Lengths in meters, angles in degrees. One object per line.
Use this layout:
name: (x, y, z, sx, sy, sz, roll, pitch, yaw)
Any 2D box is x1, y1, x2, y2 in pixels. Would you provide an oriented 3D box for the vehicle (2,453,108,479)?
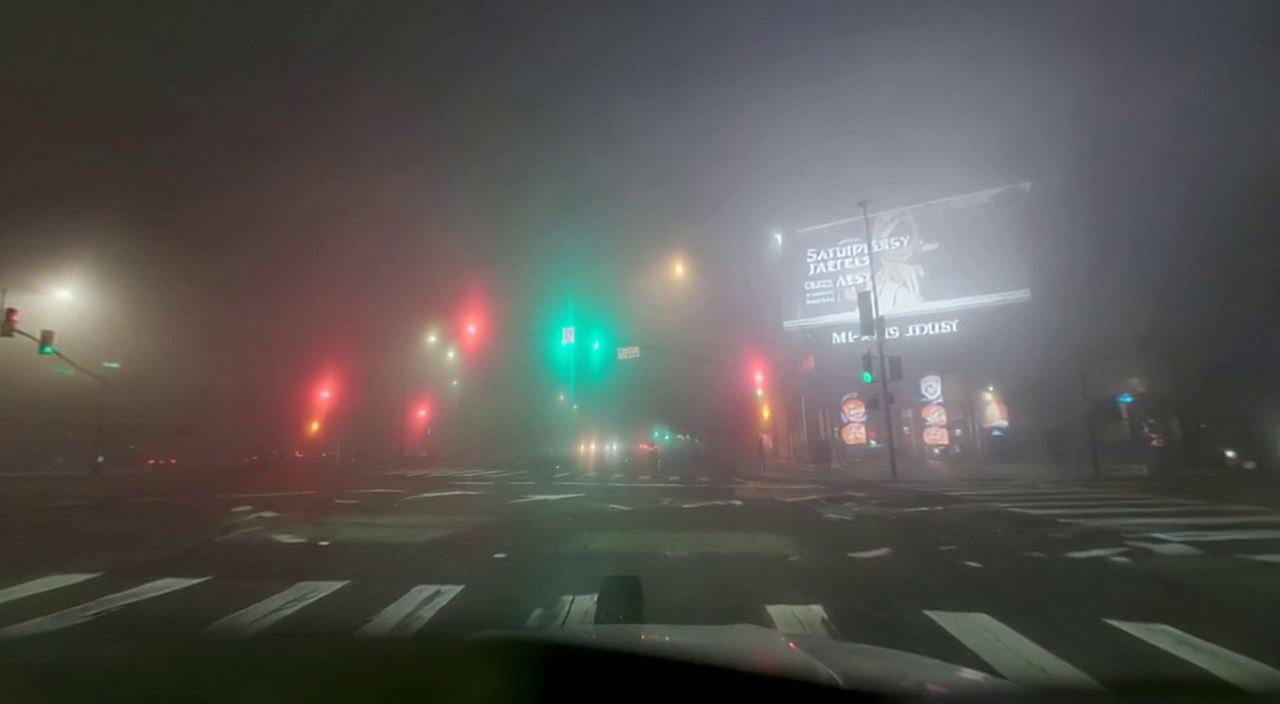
vehicle: (-37.421, 7.266, 40.513, 1.826, 1.432, 4.530, -5, -10, 30)

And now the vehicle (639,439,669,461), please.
vehicle: (1.072, 7.432, 48.026, 2.168, 1.545, 4.047, 0, -8, 1)

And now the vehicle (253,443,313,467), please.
vehicle: (-28.076, 8.083, 49.807, 1.643, 1.755, 3.666, -5, -9, 34)

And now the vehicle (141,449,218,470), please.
vehicle: (-35.979, 8.366, 49.467, 1.802, 1.549, 4.439, -4, -9, 26)

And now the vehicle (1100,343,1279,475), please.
vehicle: (20.497, 1.557, 17.032, 12.622, 3.392, 3.039, -2, -9, 13)

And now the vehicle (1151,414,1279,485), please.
vehicle: (15.219, 2.276, 14.768, 4.517, 1.541, 2.051, -2, -9, 11)

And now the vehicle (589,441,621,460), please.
vehicle: (-2.653, 7.595, 48.707, 1.962, 1.420, 4.021, -1, -8, 4)
